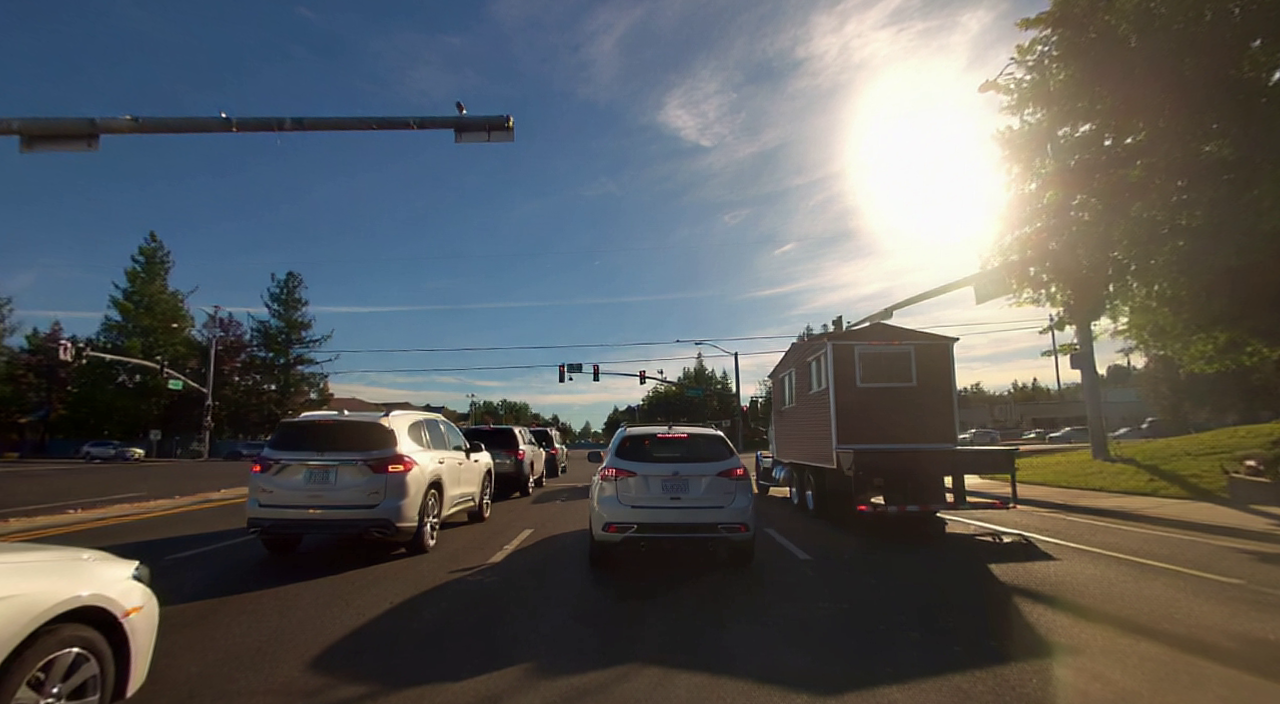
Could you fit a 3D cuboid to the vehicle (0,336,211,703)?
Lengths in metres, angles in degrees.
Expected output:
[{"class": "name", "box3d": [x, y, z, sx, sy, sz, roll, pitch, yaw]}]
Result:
[{"class": "vehicle", "box3d": [-3.420, 0.677, 1.480, 1.952, 1.730, 4.116, 0, -9, -1]}]

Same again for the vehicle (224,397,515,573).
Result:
[{"class": "vehicle", "box3d": [-3.261, 1.714, 8.852, 2.085, 1.812, 4.388, 0, -9, 0]}]

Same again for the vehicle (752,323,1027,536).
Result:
[{"class": "vehicle", "box3d": [3.693, 1.395, 11.001, 2.531, 2.750, 5.595, 0, -9, 1]}]

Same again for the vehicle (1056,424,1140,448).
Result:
[{"class": "vehicle", "box3d": [33.161, 6.141, 45.892, 4.671, 1.595, 1.824, -6, -10, 31]}]

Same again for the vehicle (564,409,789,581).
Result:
[{"class": "vehicle", "box3d": [0.365, 1.710, 8.314, 2.189, 1.649, 4.171, 0, -9, 0]}]
